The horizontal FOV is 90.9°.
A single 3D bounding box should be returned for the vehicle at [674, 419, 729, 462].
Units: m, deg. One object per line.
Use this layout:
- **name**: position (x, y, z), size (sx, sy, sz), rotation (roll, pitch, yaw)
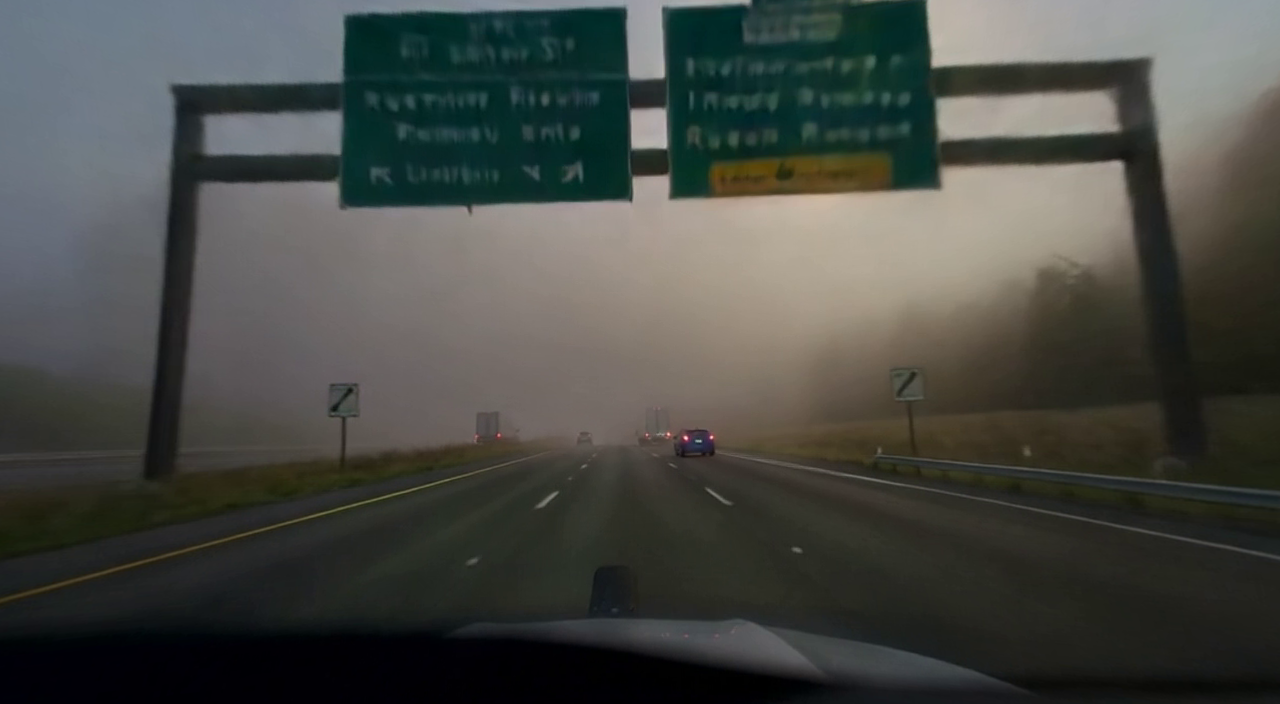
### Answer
- **vehicle**: position (2.924, 4.316, 30.799), size (2.076, 1.914, 4.287), rotation (0, -8, -2)
